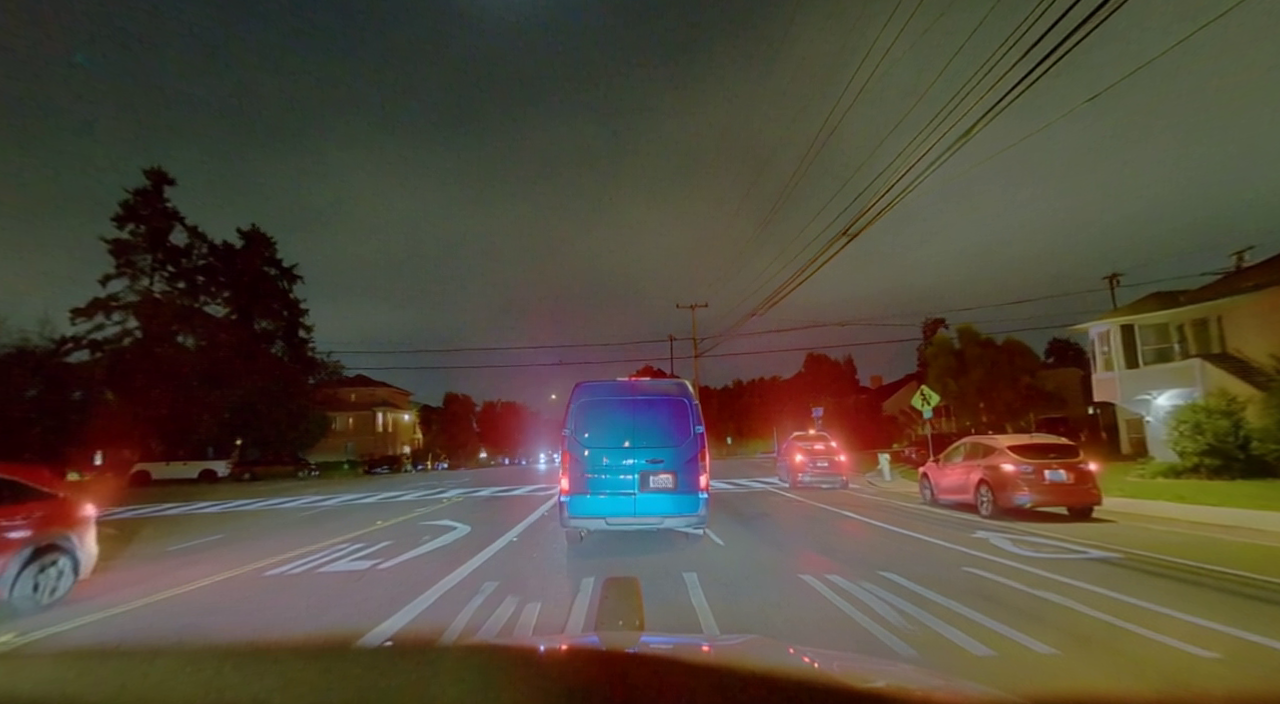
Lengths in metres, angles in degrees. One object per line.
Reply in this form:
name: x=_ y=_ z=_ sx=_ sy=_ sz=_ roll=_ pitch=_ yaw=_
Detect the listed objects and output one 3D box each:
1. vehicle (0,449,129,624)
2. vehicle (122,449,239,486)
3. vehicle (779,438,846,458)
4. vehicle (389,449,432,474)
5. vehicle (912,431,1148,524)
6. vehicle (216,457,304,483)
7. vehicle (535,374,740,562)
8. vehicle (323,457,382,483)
vehicle: x=-7.385 y=1.756 z=5.646 sx=1.997 sy=1.724 sz=4.417 roll=0 pitch=-9 yaw=-2
vehicle: x=-26.836 y=6.733 z=37.053 sx=5.026 sy=2.017 sz=2.215 roll=0 pitch=-9 yaw=-1
vehicle: x=12.972 y=7.233 z=47.626 sx=4.483 sy=1.463 sz=1.805 roll=0 pitch=-9 yaw=0
vehicle: x=-17.926 y=8.556 z=49.575 sx=1.841 sy=1.769 sz=4.105 roll=0 pitch=-9 yaw=0
vehicle: x=7.350 y=2.381 z=12.558 sx=1.883 sy=1.504 sz=4.220 roll=0 pitch=-9 yaw=-2
vehicle: x=-27.273 y=8.454 z=45.450 sx=4.972 sy=1.776 sz=2.057 roll=0 pitch=-9 yaw=-1
vehicle: x=-0.136 y=1.678 z=9.725 sx=2.342 sy=2.142 sz=4.809 roll=0 pitch=-9 yaw=-3
vehicle: x=-18.340 y=7.526 z=40.514 sx=1.816 sy=1.445 sz=4.120 roll=0 pitch=-9 yaw=1
